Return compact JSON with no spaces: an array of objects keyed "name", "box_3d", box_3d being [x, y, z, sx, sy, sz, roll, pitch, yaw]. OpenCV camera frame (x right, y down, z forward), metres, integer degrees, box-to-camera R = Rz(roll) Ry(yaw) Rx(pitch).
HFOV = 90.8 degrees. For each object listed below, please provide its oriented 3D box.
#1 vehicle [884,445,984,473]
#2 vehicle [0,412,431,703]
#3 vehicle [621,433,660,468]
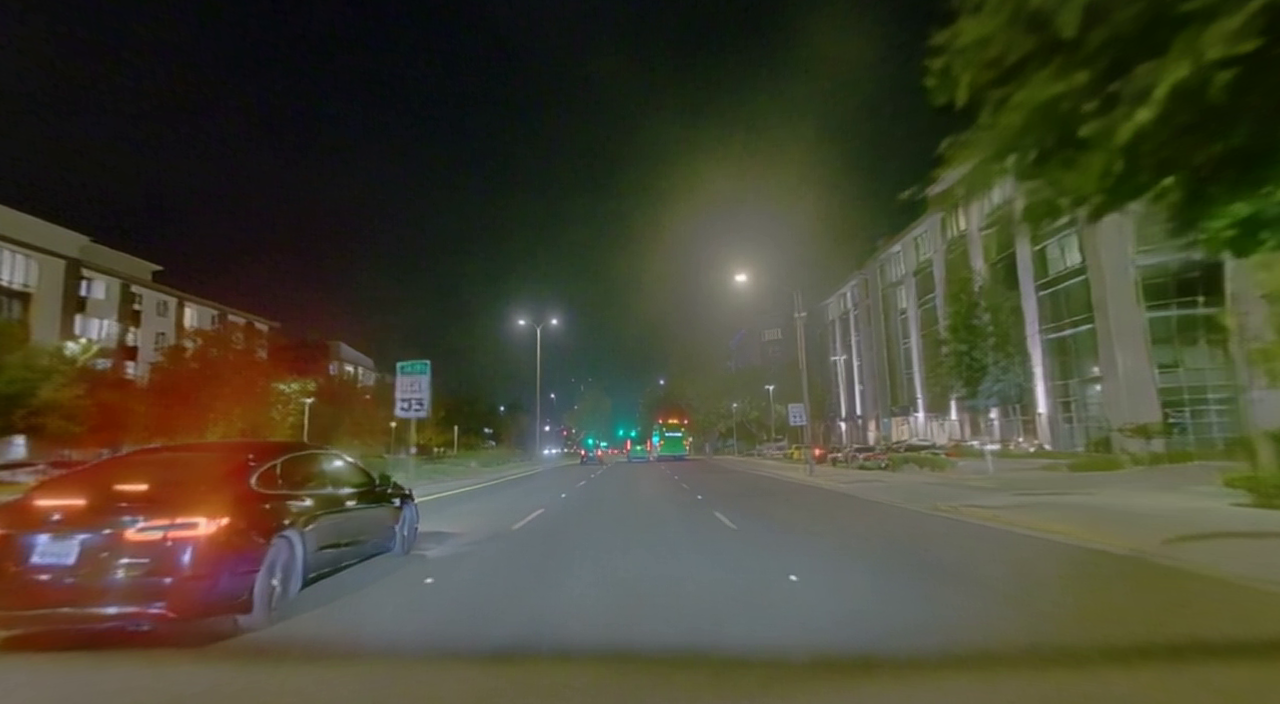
[{"name":"vehicle","box_3d":[16.557,6.021,35.731,4.682,1.507,1.878,0,-9,0]},{"name":"vehicle","box_3d":[-3.606,1.377,5.309,2.120,1.481,4.535,0,-9,0]},{"name":"vehicle","box_3d":[0.015,6.397,41.187,2.336,2.122,5.207,0,-9,0]}]
